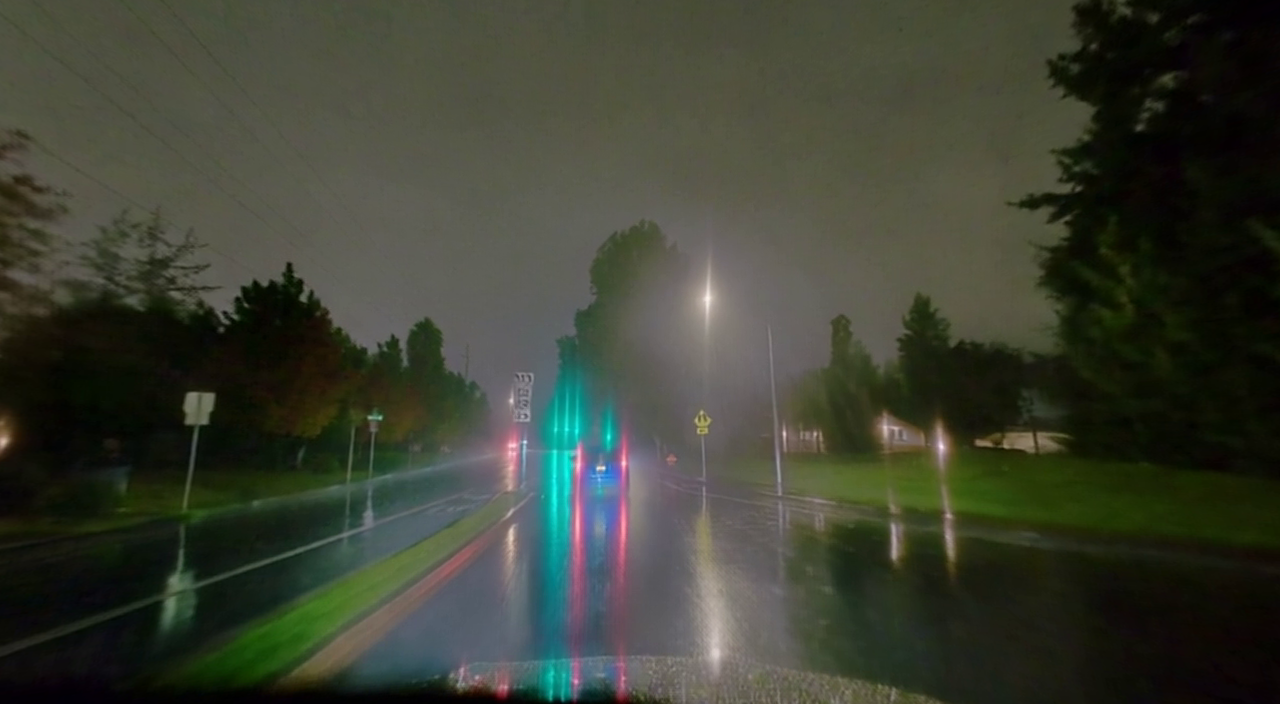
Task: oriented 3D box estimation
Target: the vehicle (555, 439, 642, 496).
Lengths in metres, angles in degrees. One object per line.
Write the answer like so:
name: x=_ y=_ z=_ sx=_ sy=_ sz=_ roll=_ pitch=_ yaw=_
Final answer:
vehicle: x=-1.295 y=3.406 z=19.111 sx=2.295 sy=1.510 sz=4.364 roll=1 pitch=-8 yaw=-5
